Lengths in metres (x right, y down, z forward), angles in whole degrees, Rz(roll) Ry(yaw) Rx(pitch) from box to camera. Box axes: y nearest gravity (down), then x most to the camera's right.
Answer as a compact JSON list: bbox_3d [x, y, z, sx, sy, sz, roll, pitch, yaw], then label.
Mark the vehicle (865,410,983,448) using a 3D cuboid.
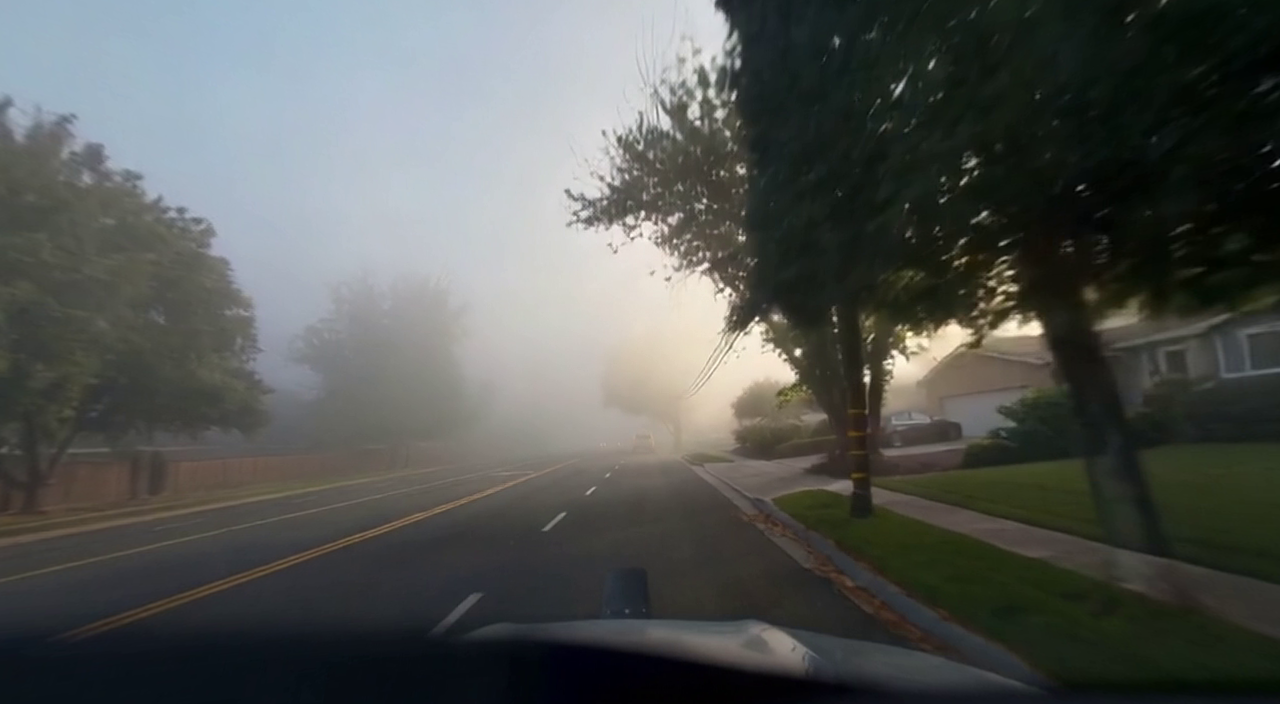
[{"bbox_3d":[11.683,3.206,26.101,3.992,1.486,1.727,-1,-8,1],"label":"vehicle"}]
